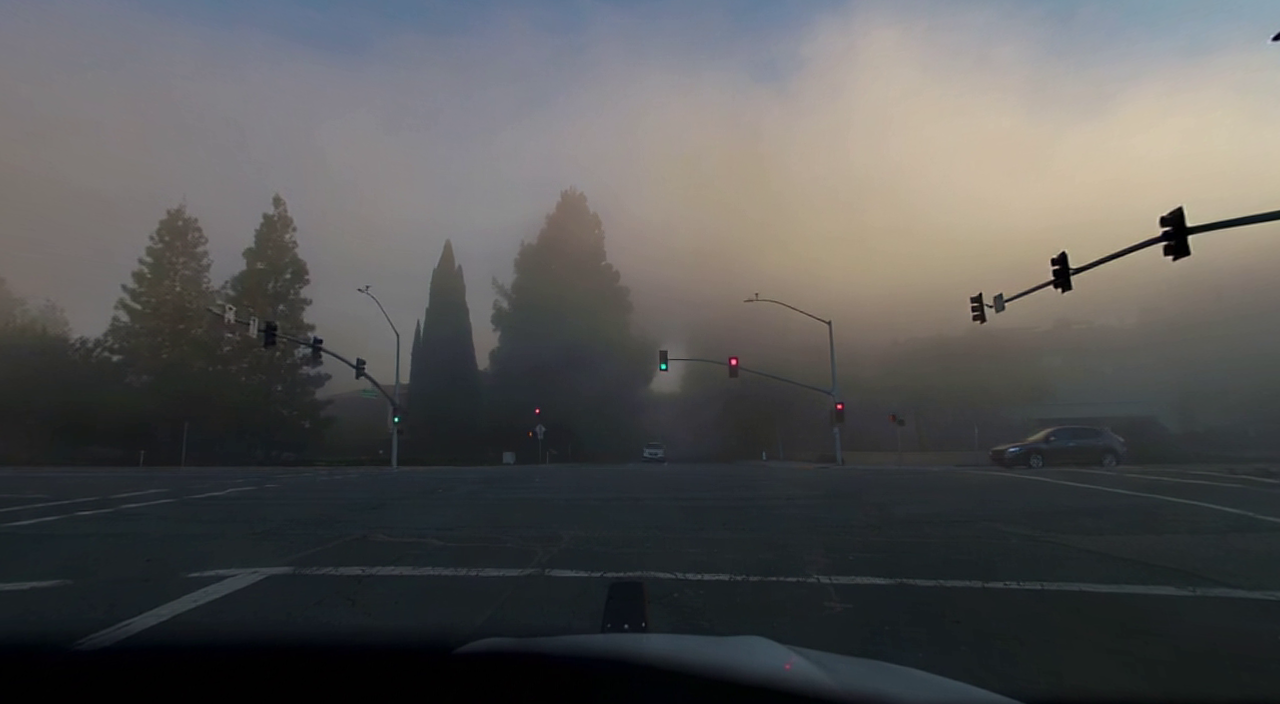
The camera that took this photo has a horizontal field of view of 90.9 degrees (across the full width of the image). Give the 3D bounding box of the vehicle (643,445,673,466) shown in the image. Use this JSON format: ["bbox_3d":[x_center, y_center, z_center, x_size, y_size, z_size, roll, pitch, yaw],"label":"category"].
[{"bbox_3d":[1.275,7.630,46.454,2.132,1.449,4.235,0,-9,0],"label":"vehicle"}]
